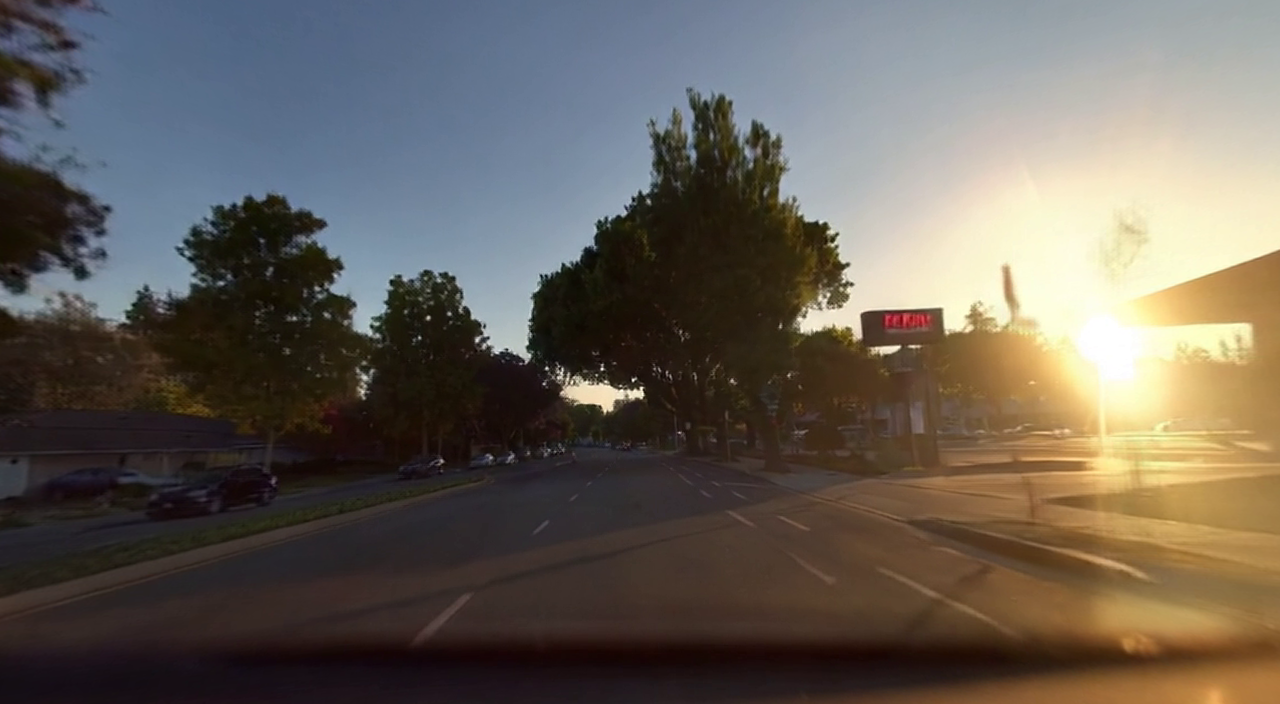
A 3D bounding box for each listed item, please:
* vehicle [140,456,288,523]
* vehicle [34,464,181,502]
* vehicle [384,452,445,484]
[{"bbox_3d":[-12.658,4.048,19.092,1.953,1.558,3.839,-6,-8,-2],"label":"vehicle"},{"bbox_3d":[-23.515,5.790,28.018,4.718,1.500,1.943,0,-8,0],"label":"vehicle"},{"bbox_3d":[-12.809,6.545,36.078,1.986,1.488,4.330,-4,-8,-2],"label":"vehicle"}]
